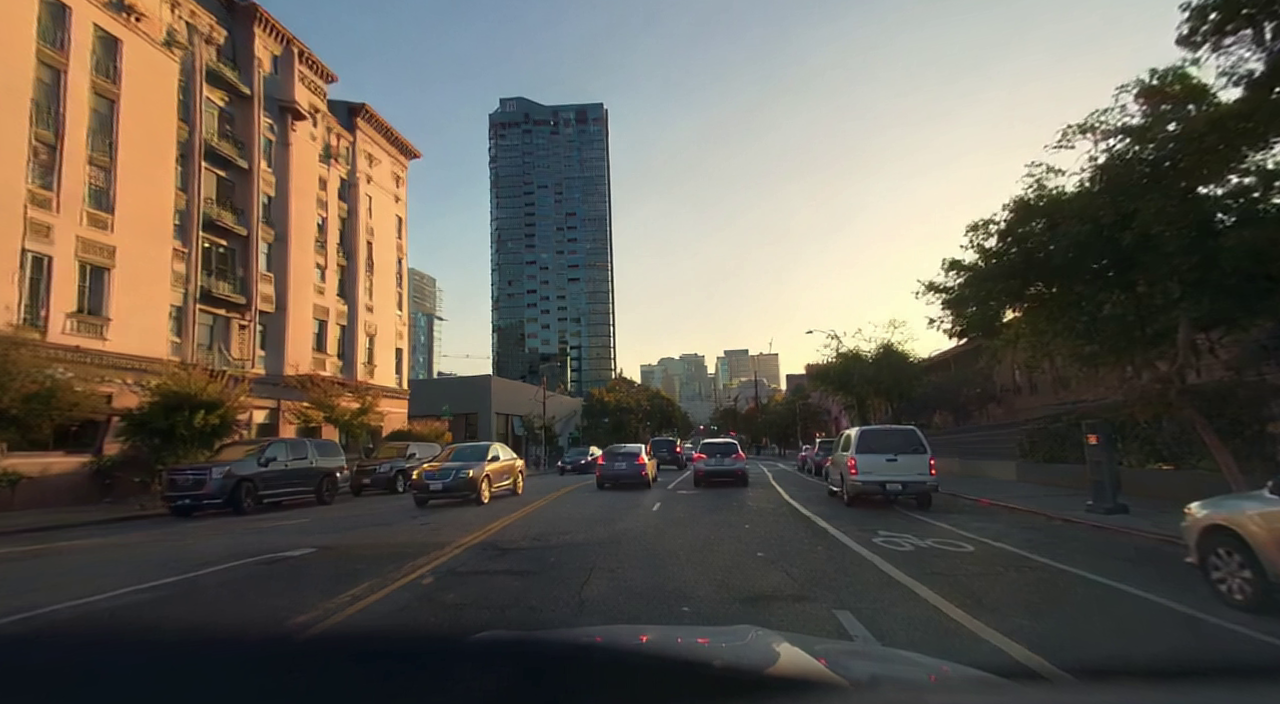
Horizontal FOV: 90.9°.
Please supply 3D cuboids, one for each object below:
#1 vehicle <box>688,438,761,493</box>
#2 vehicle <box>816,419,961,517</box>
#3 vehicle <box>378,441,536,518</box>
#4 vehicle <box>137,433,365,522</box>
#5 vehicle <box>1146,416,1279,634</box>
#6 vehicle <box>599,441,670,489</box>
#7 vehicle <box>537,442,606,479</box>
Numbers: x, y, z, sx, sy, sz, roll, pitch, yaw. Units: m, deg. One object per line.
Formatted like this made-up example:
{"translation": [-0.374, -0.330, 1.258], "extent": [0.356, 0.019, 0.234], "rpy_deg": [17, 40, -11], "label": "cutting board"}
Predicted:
{"translation": [2.656, 3.435, 19.486], "extent": [1.982, 1.510, 4.144], "rpy_deg": [-1, -8, 9], "label": "vehicle"}
{"translation": [5.230, 2.470, 13.971], "extent": [2.088, 1.775, 4.454], "rpy_deg": [-2, -9, 10], "label": "vehicle"}
{"translation": [-3.978, 2.843, 14.730], "extent": [2.028, 1.478, 4.682], "rpy_deg": [-1, -8, 4], "label": "vehicle"}
{"translation": [-9.444, 3.046, 16.009], "extent": [2.070, 1.854, 4.985], "rpy_deg": [-2, -8, 9], "label": "vehicle"}
{"translation": [5.216, 1.029, 3.242], "extent": [2.028, 1.487, 4.640], "rpy_deg": [-2, -9, 11], "label": "vehicle"}
{"translation": [-0.094, 3.801, 21.590], "extent": [2.031, 1.461, 3.763], "rpy_deg": [-1, -8, 6], "label": "vehicle"}
{"translation": [-3.063, 5.006, 29.287], "extent": [2.086, 1.565, 4.281], "rpy_deg": [-2, -9, 9], "label": "vehicle"}
